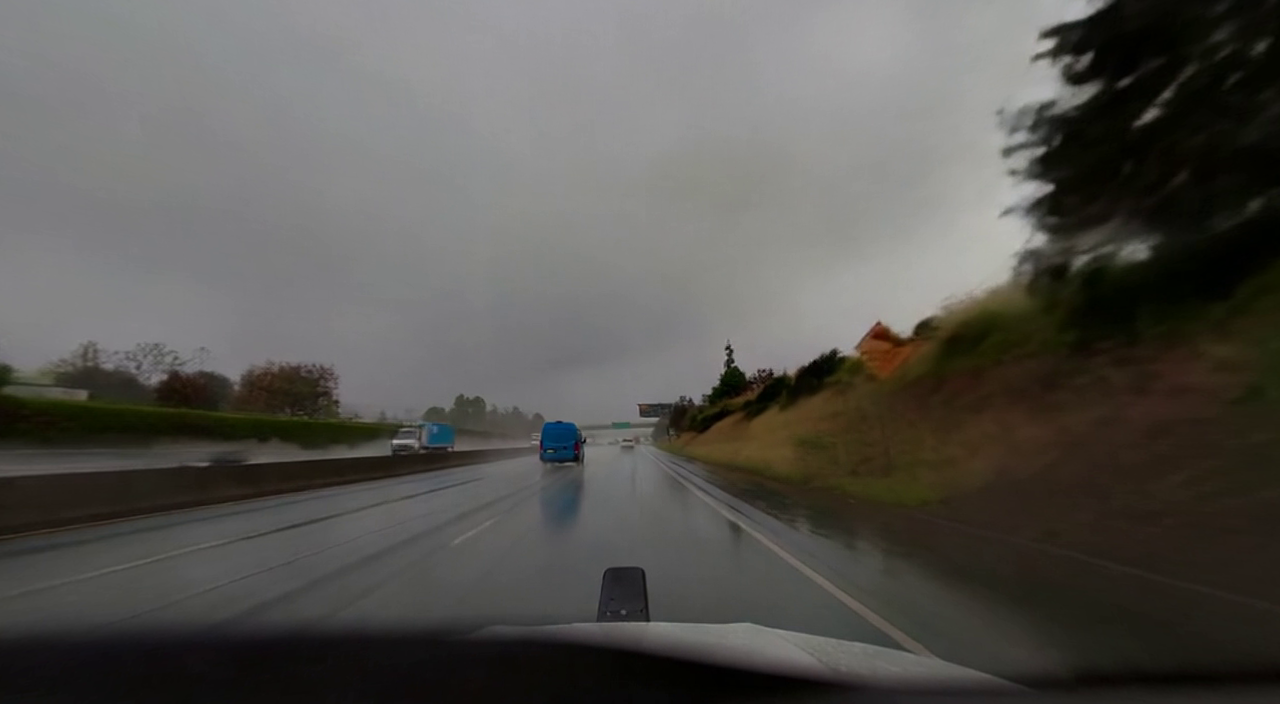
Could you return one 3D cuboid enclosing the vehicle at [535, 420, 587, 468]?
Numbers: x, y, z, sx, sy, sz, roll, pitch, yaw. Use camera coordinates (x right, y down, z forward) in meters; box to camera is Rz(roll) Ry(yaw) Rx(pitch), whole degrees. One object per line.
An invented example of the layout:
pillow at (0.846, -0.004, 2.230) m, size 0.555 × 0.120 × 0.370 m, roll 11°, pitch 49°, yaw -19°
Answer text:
vehicle at (-4.353, 5.192, 35.607) m, size 2.329 × 2.483 × 5.428 m, roll 0°, pitch -8°, yaw -1°
